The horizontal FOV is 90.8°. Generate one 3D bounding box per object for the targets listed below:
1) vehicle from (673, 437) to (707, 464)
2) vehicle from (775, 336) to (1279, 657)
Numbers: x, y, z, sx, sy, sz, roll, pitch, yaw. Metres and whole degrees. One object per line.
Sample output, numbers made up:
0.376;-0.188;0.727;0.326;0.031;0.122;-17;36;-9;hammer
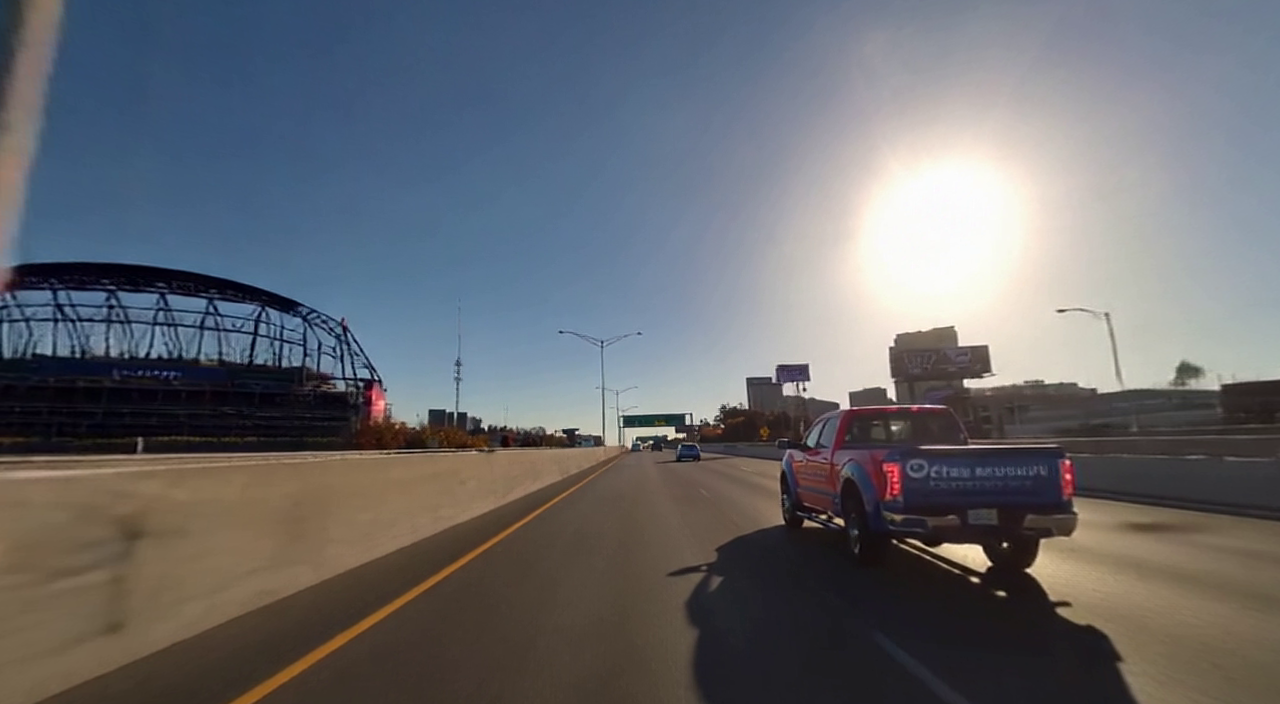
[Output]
3.415;6.864;44.020;1.973;1.774;4.092;0;-9;0;vehicle
3.077;1.255;6.508;2.199;2.002;4.970;0;-9;-1;vehicle
